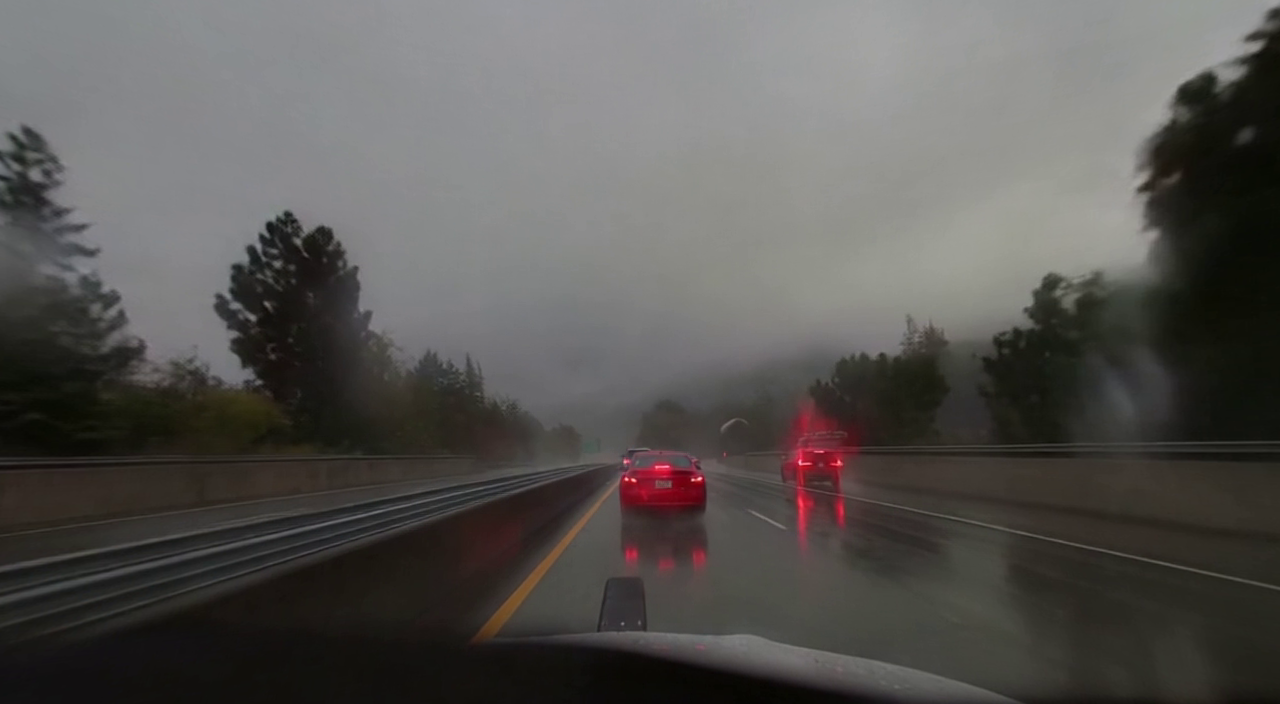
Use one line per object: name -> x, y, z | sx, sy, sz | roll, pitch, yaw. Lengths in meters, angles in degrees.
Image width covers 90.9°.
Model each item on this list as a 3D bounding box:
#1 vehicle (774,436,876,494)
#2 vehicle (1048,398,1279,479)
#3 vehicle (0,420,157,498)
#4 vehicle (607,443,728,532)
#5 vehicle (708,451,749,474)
vehicle -> 6.408, 3.979, 22.502 | 2.177, 1.827, 4.565 | 0, -9, -1
vehicle -> 31.635, 5.383, 38.371 | 2.822, 3.996, 14.073 | 1, -9, -7
vehicle -> -33.439, 6.305, 37.632 | 2.902, 3.981, 7.819 | -3, -8, 0
vehicle -> 0.444, 2.631, 12.776 | 2.076, 1.485, 3.774 | 0, -9, -1
vehicle -> 5.978, 7.497, 43.102 | 2.015, 1.454, 4.324 | 0, -9, -2
